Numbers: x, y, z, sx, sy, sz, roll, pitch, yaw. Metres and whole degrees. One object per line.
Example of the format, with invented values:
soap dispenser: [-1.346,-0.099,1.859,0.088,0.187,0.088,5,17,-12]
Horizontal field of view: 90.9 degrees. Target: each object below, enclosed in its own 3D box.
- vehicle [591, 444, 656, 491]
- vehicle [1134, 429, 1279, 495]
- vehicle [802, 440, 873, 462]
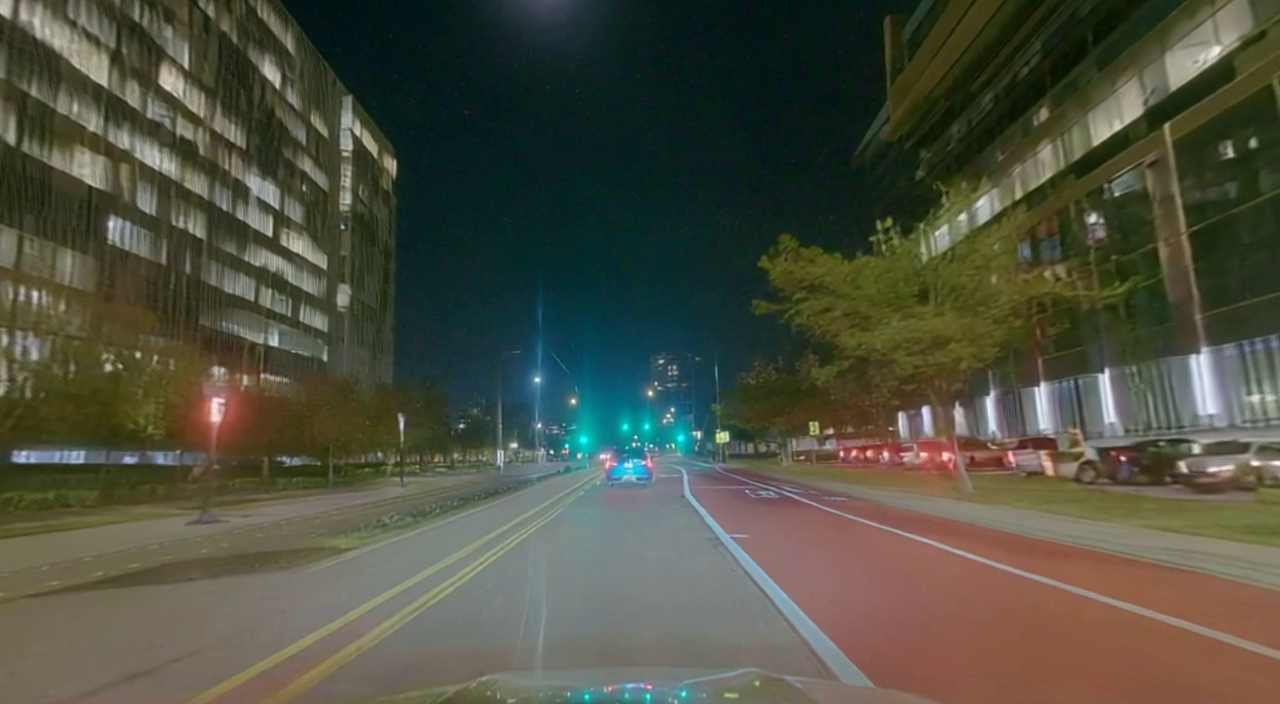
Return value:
vehicle: [-0.570,3.990,22.123,2.063,1.442,4.135,0,-9,-1]
vehicle: [14.607,2.609,15.131,3.765,1.449,1.955,0,-9,0]
vehicle: [13.961,7.013,44.754,4.330,1.457,1.938,-1,-9,1]
